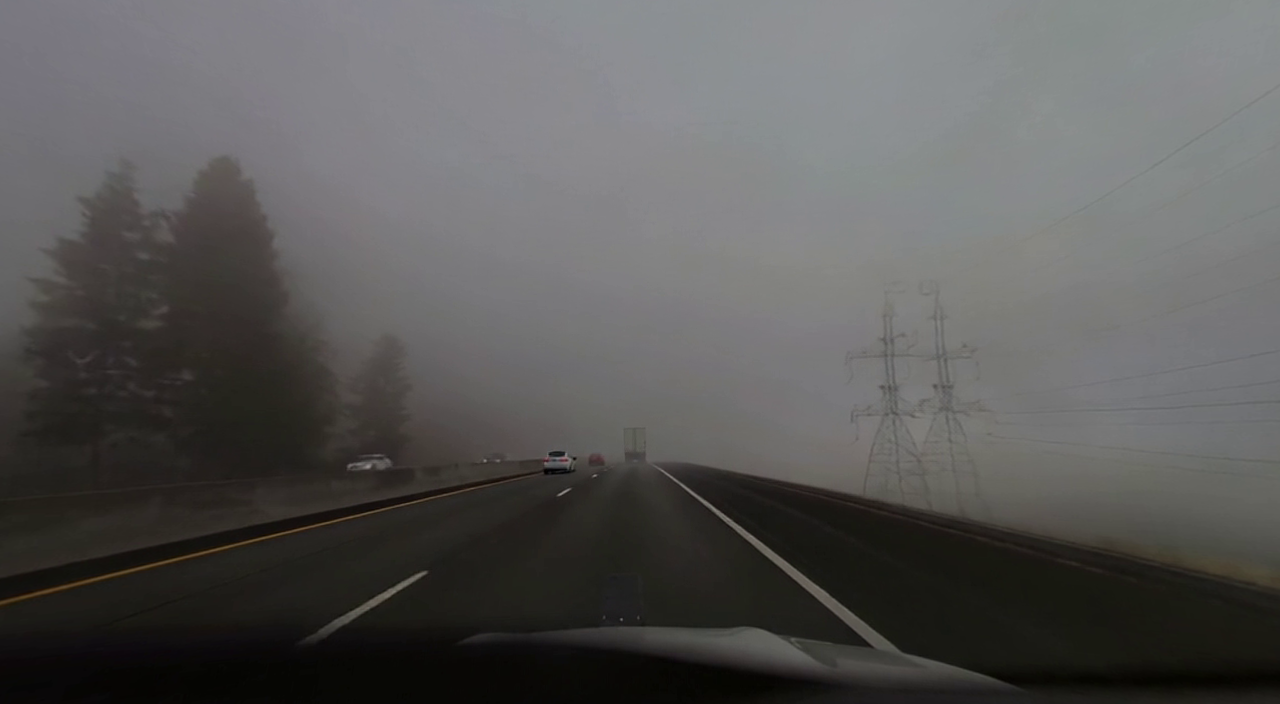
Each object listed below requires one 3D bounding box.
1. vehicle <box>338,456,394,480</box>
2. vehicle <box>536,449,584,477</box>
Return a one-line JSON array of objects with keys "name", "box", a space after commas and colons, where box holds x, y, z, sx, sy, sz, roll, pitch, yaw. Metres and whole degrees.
[{"name": "vehicle", "box": [-18.102, 7.649, 41.826, 1.830, 1.469, 4.110, 0, -9, 0]}, {"name": "vehicle", "box": [-4.429, 6.215, 35.533, 2.106, 1.445, 4.404, 0, -9, 0]}]
